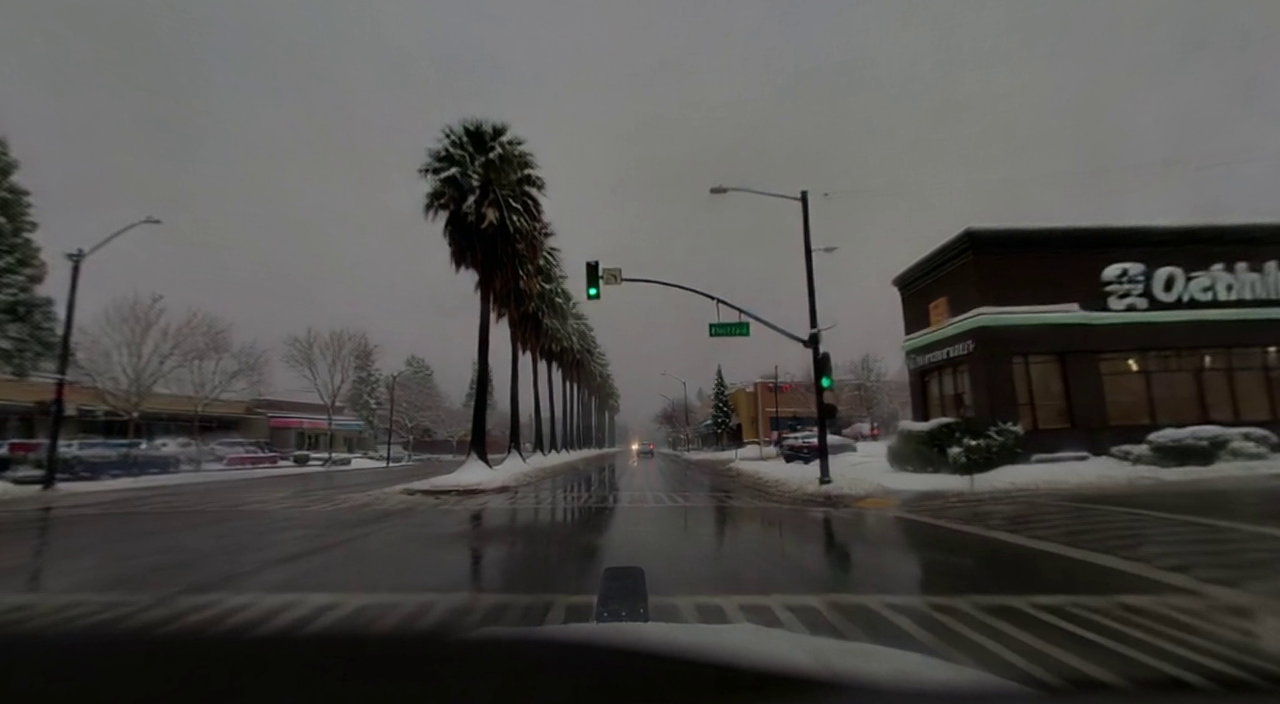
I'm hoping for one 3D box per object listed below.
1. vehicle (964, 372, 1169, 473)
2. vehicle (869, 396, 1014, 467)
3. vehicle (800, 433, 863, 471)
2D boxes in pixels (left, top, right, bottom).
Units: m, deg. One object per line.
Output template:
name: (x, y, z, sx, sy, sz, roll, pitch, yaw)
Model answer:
vehicle: (15.787, 2.868, 24.262, 3.161, 3.209, 7.934, -1, -9, 8)
vehicle: (16.060, 4.500, 34.731, 2.814, 3.328, 10.467, 0, -9, 0)
vehicle: (9.704, 5.138, 32.166, 1.655, 1.820, 3.969, 0, -10, -5)
